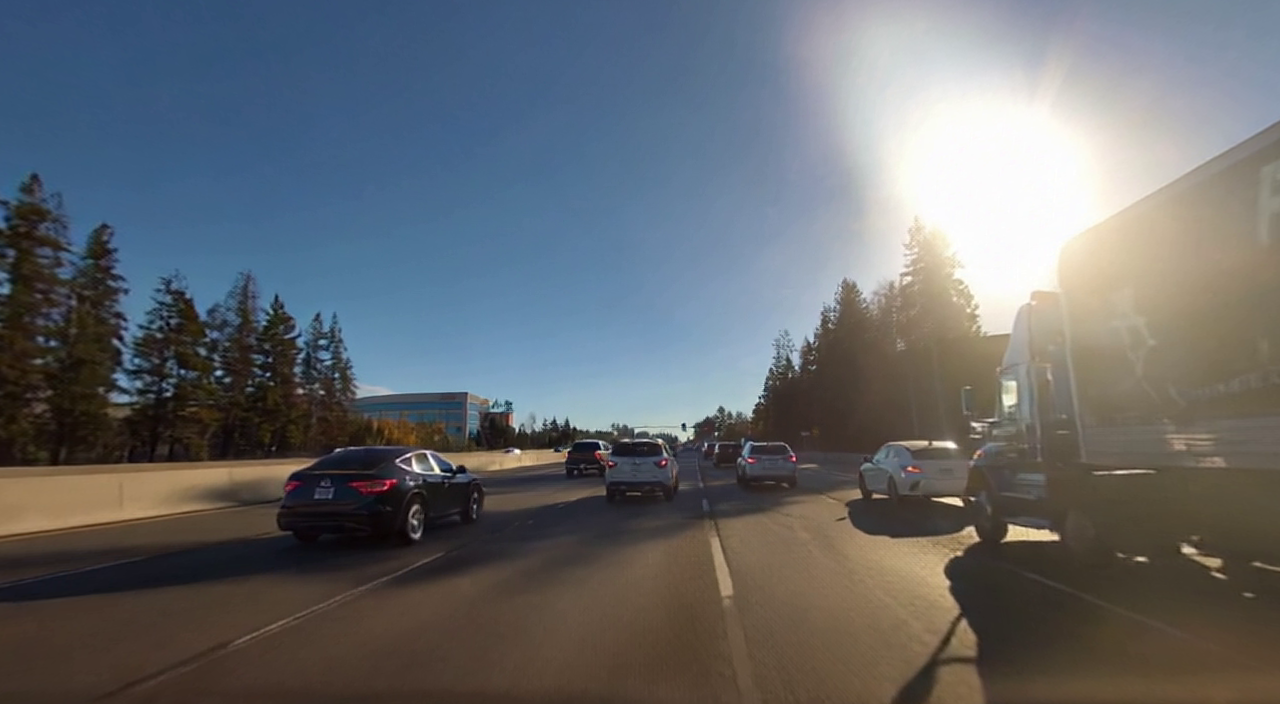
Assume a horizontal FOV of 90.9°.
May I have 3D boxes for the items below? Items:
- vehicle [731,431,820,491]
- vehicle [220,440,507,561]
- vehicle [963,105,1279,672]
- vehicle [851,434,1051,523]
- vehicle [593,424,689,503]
[{"bbox_3d":[4.236,3.483,20.495,2.156,1.701,4.494,-1,-8,4],"label":"vehicle"},{"bbox_3d":[-3.937,2.176,10.240,1.965,1.443,4.968,-1,-8,7],"label":"vehicle"},{"bbox_3d":[5.106,0.097,2.822,2.987,3.212,9.311,-1,-8,4],"label":"vehicle"},{"bbox_3d":[5.936,2.442,12.796,2.053,1.473,4.383,-1,-8,4],"label":"vehicle"},{"bbox_3d":[0.195,2.942,17.038,2.153,1.805,4.631,-1,-8,5],"label":"vehicle"}]
